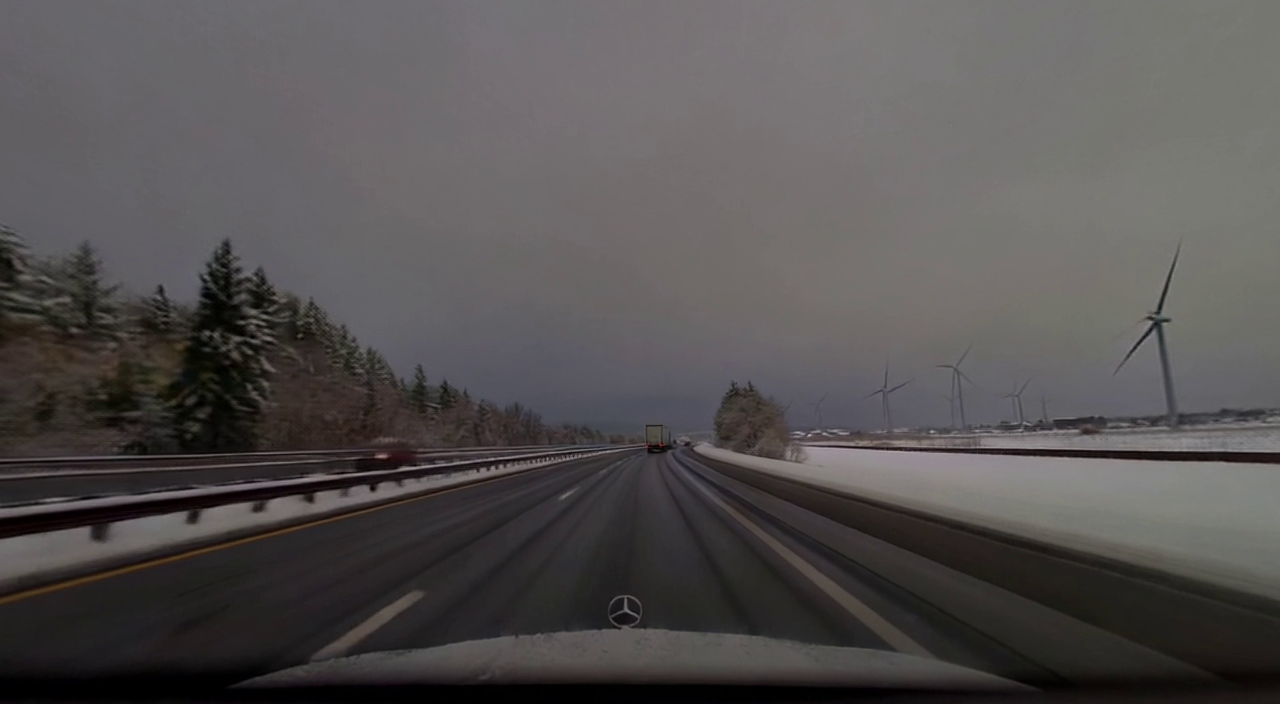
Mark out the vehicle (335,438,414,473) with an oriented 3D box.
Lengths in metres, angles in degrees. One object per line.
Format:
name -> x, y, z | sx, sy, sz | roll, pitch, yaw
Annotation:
vehicle -> -12.978, 5.106, 31.155 | 1.957, 1.611, 4.361 | 0, -9, 1
